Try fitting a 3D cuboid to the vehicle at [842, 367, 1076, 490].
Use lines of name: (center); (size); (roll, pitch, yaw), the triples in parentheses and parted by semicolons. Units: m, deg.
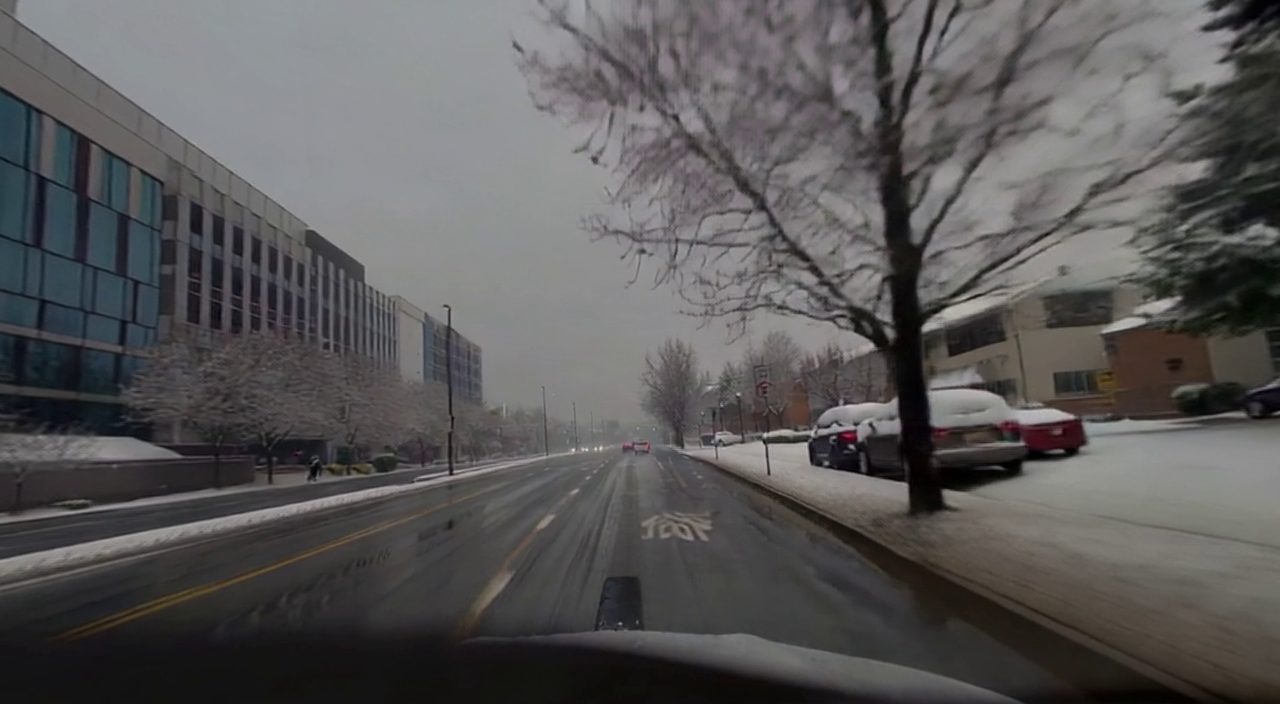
vehicle: (6.473, 1.726, 13.774); (2.160, 1.944, 5.086); (-7, -8, -2)
